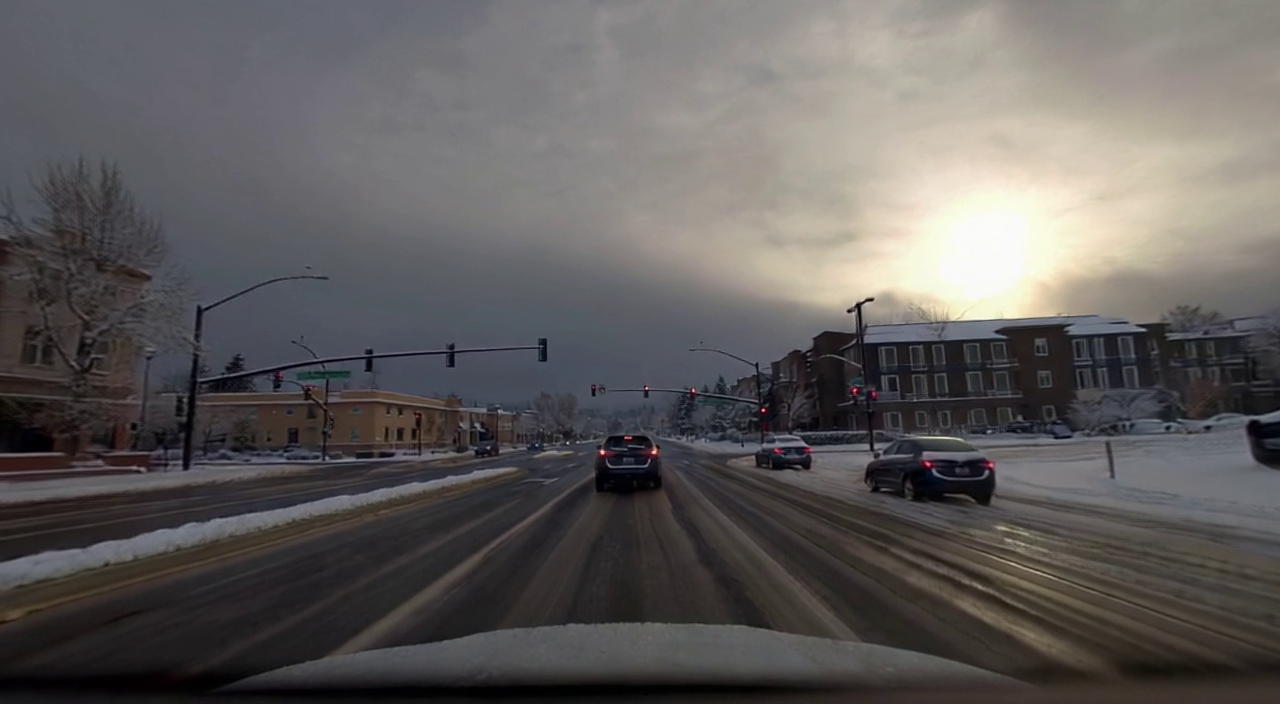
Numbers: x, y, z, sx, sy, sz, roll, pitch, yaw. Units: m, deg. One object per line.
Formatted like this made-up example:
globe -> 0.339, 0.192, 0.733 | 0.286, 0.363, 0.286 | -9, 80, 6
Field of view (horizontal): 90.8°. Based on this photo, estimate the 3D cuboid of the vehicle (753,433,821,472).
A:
vehicle -> 6.515, 4.495, 28.445 | 1.963, 1.611, 4.359 | 0, -9, -1

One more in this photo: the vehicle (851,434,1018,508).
vehicle -> 6.449, 2.640, 14.438 | 1.768, 1.417, 4.213 | 0, -9, 0

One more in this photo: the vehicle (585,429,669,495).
vehicle -> -0.304, 2.963, 17.346 | 2.032, 1.593, 3.896 | 0, -9, 0
